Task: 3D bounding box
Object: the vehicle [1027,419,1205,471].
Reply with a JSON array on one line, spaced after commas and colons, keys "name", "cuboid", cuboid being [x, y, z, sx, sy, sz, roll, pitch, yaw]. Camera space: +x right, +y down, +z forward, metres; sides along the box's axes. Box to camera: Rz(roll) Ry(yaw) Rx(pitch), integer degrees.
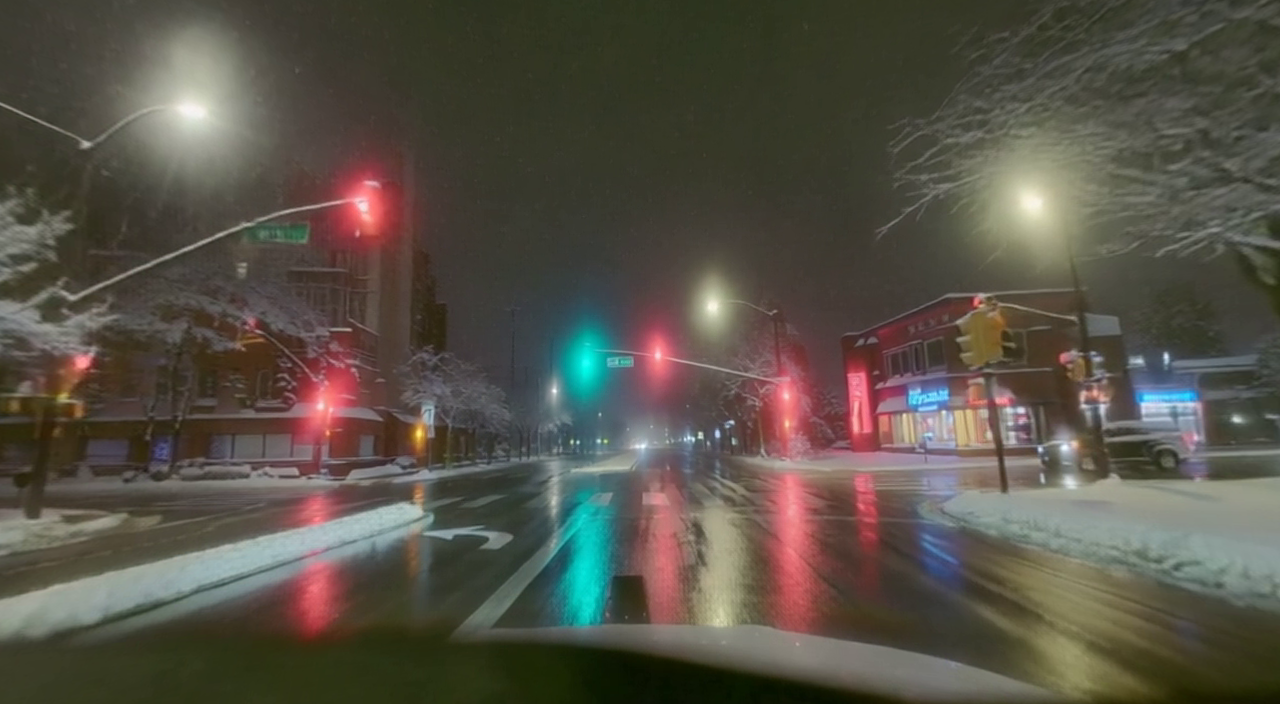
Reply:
[{"name": "vehicle", "cuboid": [17.323, 3.421, 23.134, 4.836, 1.795, 1.957, 0, -8, 1]}]
